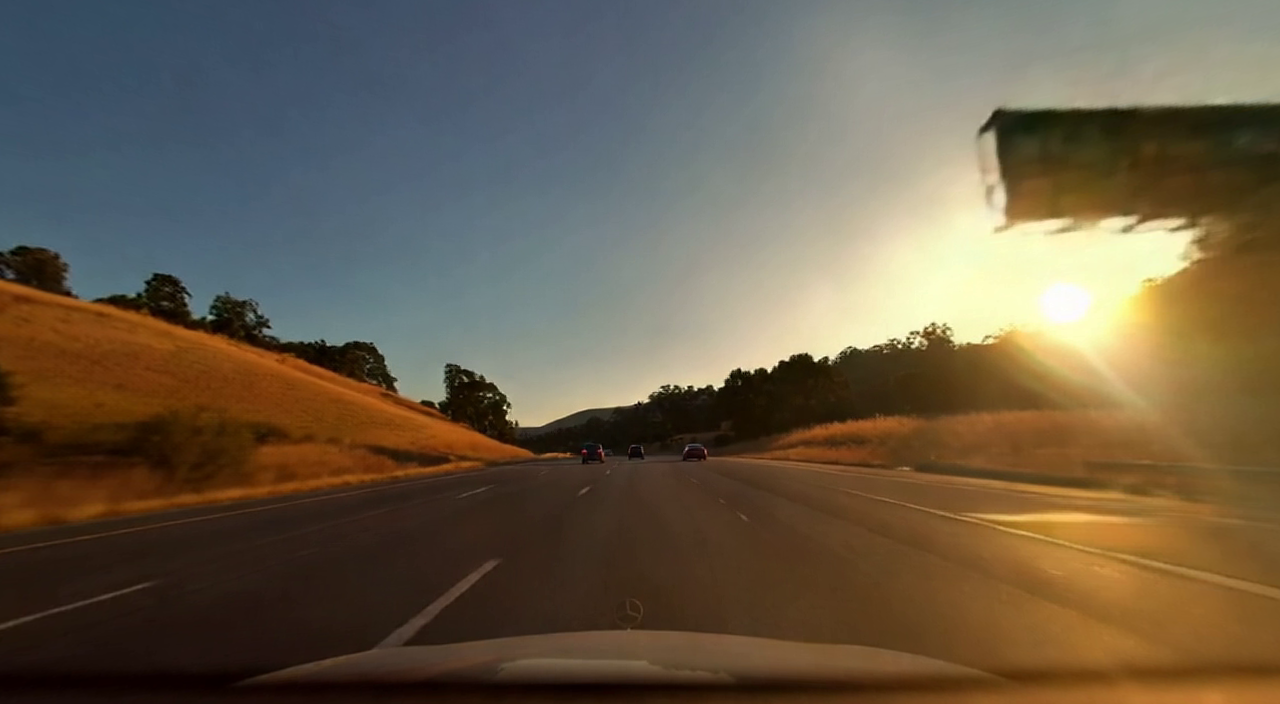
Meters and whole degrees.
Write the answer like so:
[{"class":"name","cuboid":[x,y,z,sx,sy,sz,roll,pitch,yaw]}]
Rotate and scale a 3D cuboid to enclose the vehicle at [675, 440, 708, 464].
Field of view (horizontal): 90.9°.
[{"class":"vehicle","cuboid":[3.876,7.559,47.717,1.995,1.712,4.206,0,-8,-2]}]
